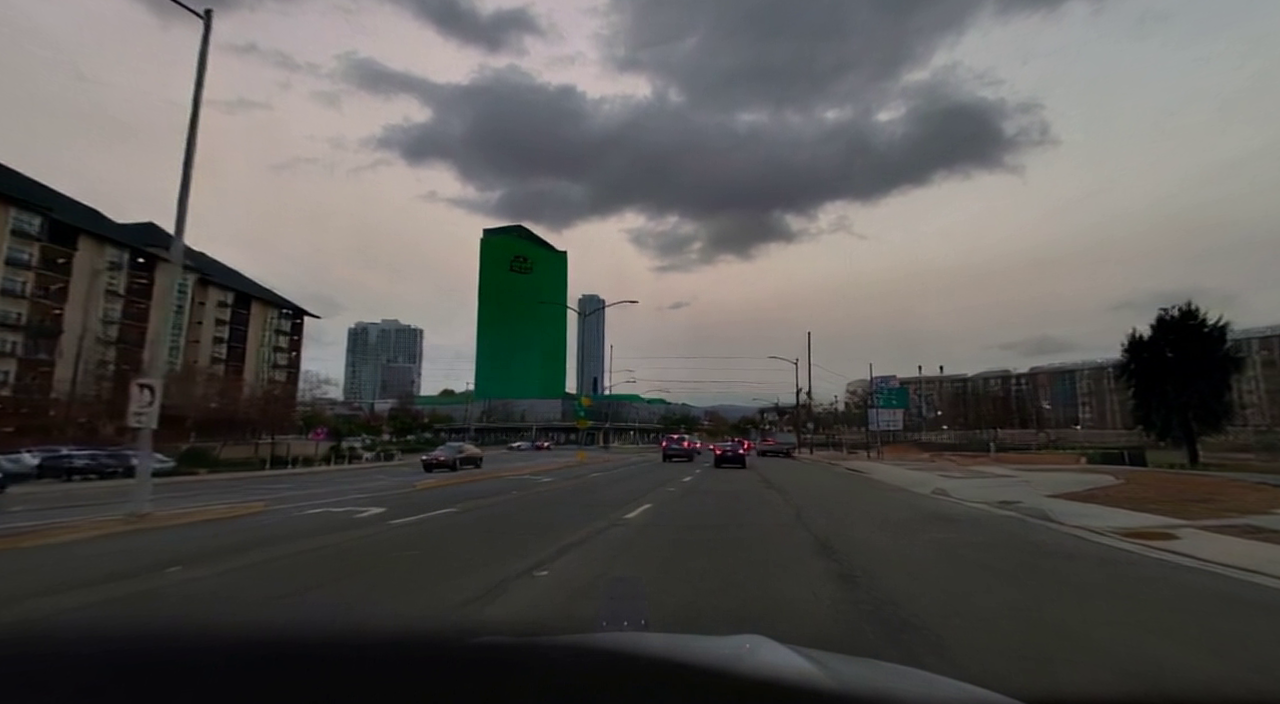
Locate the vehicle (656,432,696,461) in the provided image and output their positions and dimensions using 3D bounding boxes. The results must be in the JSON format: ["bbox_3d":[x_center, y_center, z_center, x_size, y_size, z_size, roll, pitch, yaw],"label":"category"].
[{"bbox_3d":[2.310,5.901,39.331,2.031,1.692,4.284,-1,-8,9],"label":"vehicle"}]

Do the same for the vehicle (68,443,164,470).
[{"bbox_3d":[-30.784,6.097,37.023,4.431,1.510,1.947,-2,-9,13],"label":"vehicle"}]

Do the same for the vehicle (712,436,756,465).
[{"bbox_3d":[5.002,5.317,34.093,2.041,1.444,4.710,-1,-8,4],"label":"vehicle"}]

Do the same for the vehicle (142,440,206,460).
[{"bbox_3d":[-35.615,7.487,48.220,3.833,1.487,1.764,-2,-9,13],"label":"vehicle"}]
